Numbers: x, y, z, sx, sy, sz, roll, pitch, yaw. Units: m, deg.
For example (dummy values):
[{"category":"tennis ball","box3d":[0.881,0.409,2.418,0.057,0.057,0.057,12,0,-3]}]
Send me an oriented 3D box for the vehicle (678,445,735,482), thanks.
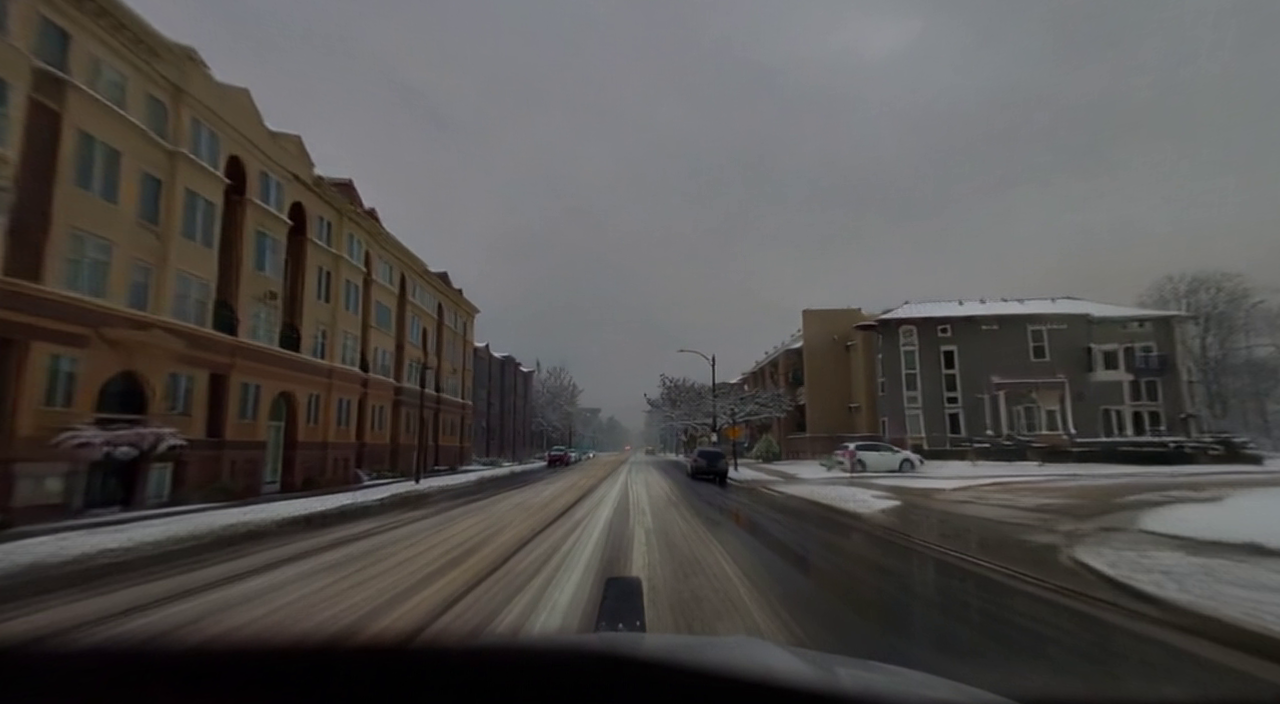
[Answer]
[{"category":"vehicle","box3d":[2.869,4.936,28.279,1.985,1.543,4.112,0,-9,-2]}]
